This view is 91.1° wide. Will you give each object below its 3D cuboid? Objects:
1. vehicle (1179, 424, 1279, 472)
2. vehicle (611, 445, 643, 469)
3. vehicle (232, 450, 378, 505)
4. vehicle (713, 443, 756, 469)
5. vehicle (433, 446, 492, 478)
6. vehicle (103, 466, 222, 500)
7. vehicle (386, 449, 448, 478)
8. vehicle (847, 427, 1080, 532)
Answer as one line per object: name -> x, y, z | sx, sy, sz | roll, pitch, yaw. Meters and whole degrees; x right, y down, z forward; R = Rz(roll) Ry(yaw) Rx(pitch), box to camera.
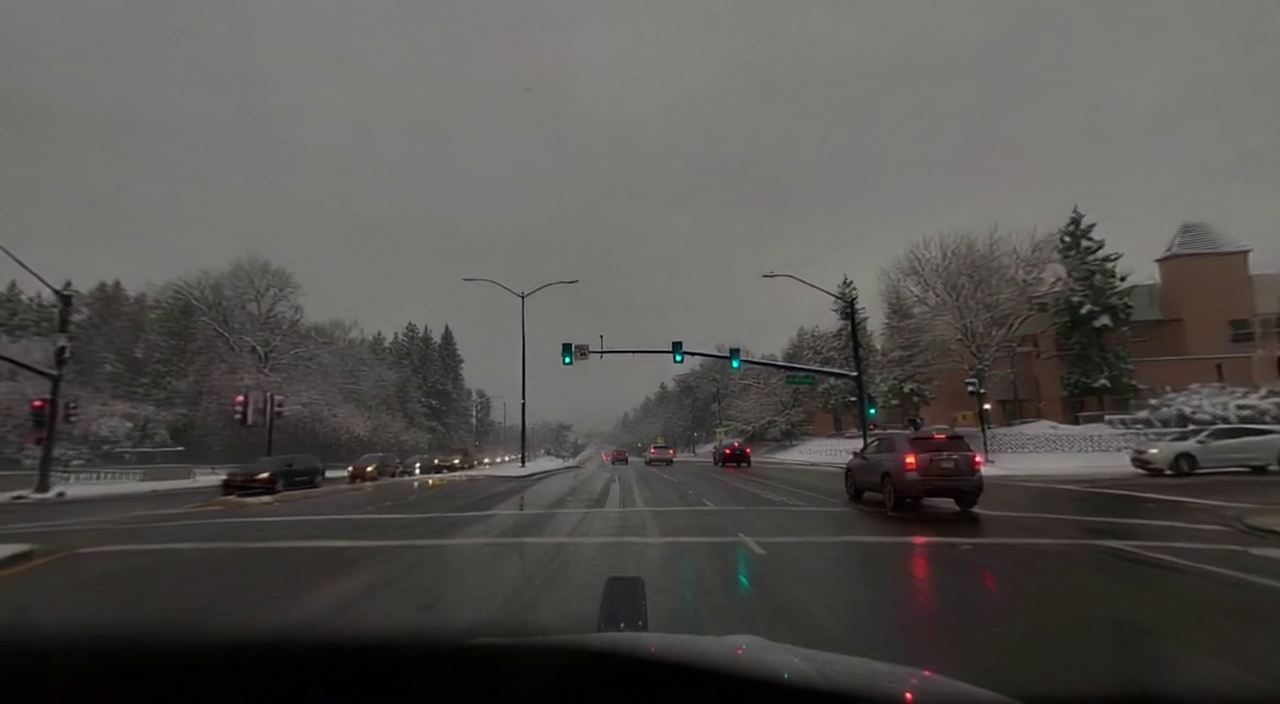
vehicle -> 21.285, 3.192, 20.942 | 4.619, 1.501, 2.024 | 0, -9, 1
vehicle -> -0.873, 6.775, 40.745 | 2.026, 1.453, 3.780 | 0, -8, -2
vehicle -> -10.626, 3.970, 20.411 | 1.986, 1.505, 4.693 | 0, -8, 3
vehicle -> 5.851, 6.524, 39.429 | 1.924, 1.527, 4.268 | 0, -8, -1
vehicle -> -10.154, 6.302, 36.284 | 2.022, 1.673, 4.393 | 0, -8, 2
vehicle -> -25.785, 7.040, 34.094 | 1.904, 1.497, 4.685 | -5, -10, 31
vehicle -> -14.877, 7.464, 42.173 | 1.932, 1.768, 4.765 | -1, -9, 6
vehicle -> 5.803, 2.330, 12.094 | 2.056, 1.624, 4.498 | 0, -8, 0
